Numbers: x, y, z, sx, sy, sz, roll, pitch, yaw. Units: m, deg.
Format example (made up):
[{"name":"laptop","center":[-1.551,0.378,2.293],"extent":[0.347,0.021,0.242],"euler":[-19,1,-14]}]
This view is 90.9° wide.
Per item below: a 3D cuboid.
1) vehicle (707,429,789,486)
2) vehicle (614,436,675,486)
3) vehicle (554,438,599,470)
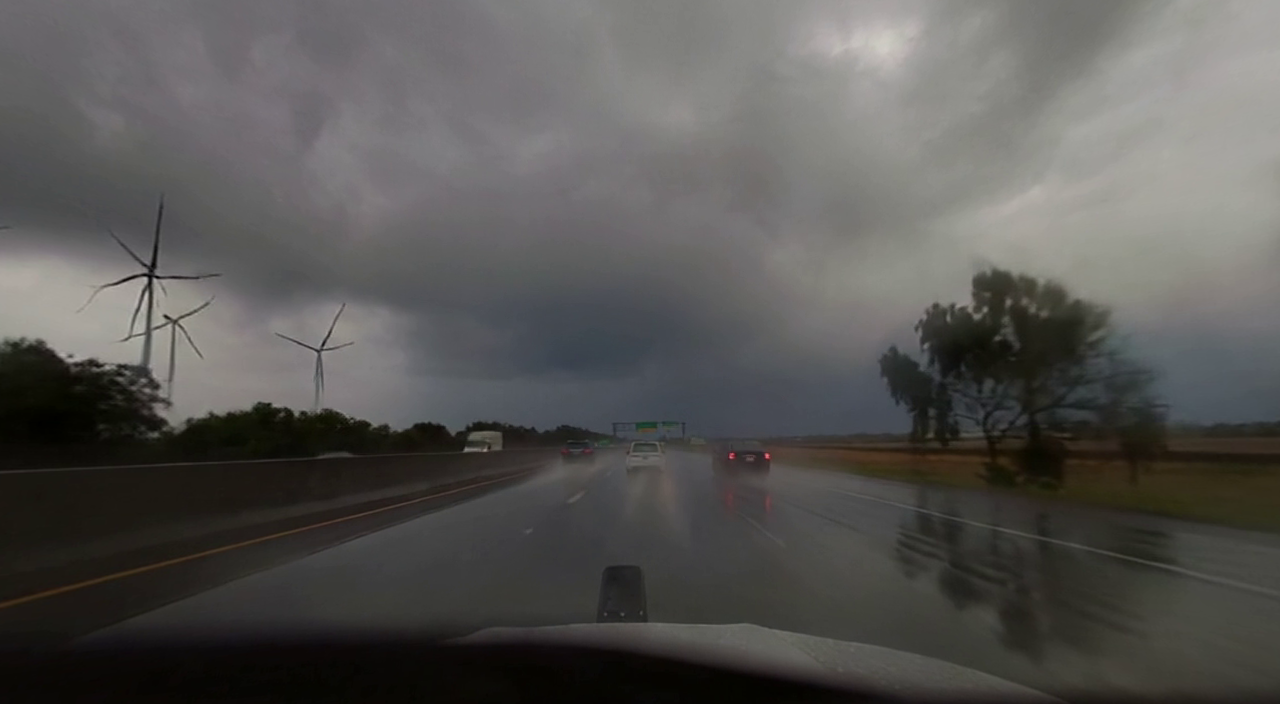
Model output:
[{"name":"vehicle","center":[3.824,3.863,23.309],"extent":[2.104,1.861,4.956],"euler":[0,-9,-1]},{"name":"vehicle","center":[0.146,4.002,23.303],"extent":[2.083,1.653,3.787],"euler":[0,-9,0]},{"name":"vehicle","center":[-3.757,6.188,38.225],"extent":[2.131,1.784,4.635],"euler":[0,-9,1]}]
